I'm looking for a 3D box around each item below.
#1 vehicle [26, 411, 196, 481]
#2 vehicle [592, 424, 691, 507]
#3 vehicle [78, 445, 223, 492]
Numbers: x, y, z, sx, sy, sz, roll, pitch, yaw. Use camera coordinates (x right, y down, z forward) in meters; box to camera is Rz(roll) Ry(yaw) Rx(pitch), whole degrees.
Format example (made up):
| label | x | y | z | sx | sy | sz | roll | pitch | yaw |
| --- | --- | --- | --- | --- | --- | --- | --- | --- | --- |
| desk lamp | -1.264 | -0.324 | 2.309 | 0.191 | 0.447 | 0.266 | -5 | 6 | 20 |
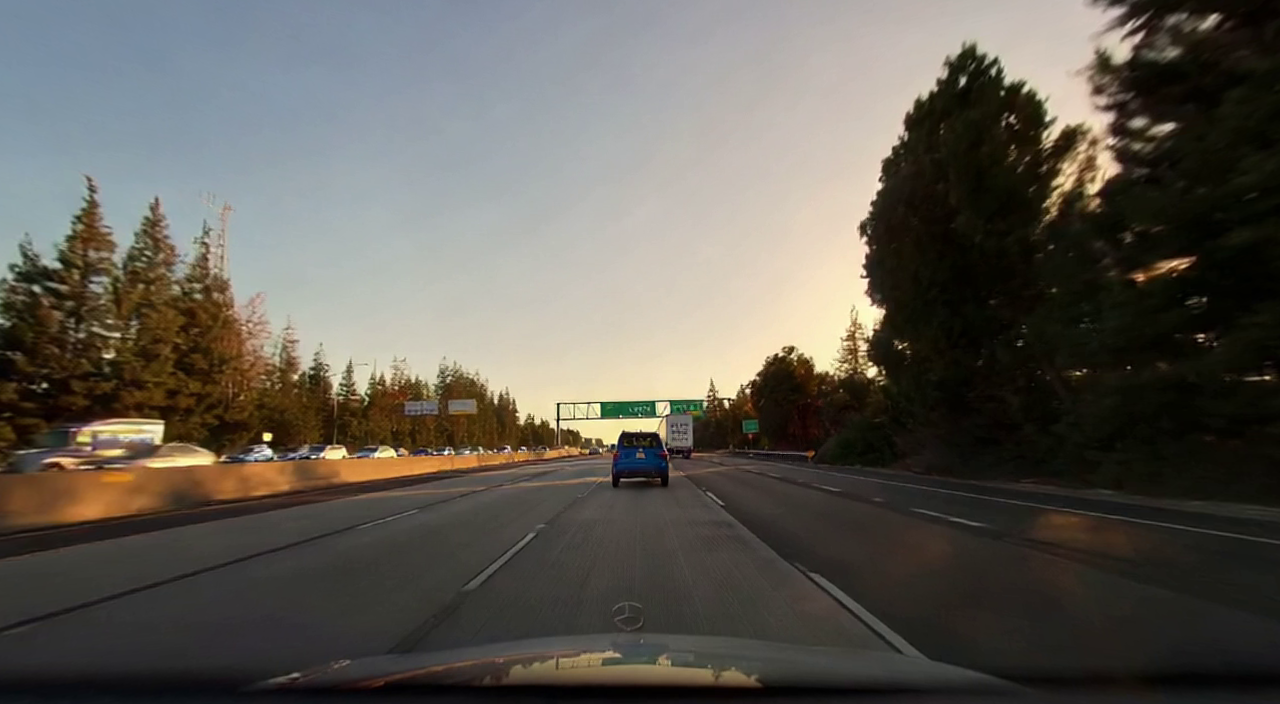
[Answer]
| label | x | y | z | sx | sy | sz | roll | pitch | yaw |
| --- | --- | --- | --- | --- | --- | --- | --- | --- | --- |
| vehicle | -33.112 | 5.983 | 39.992 | 3.000 | 3.951 | 8.603 | 0 | -8 | 2 |
| vehicle | 0.066 | 2.687 | 15.231 | 2.054 | 1.706 | 4.201 | 0 | -8 | 1 |
| vehicle | -18.893 | 4.464 | 24.563 | 1.946 | 1.631 | 4.494 | 0 | -8 | 1 |
